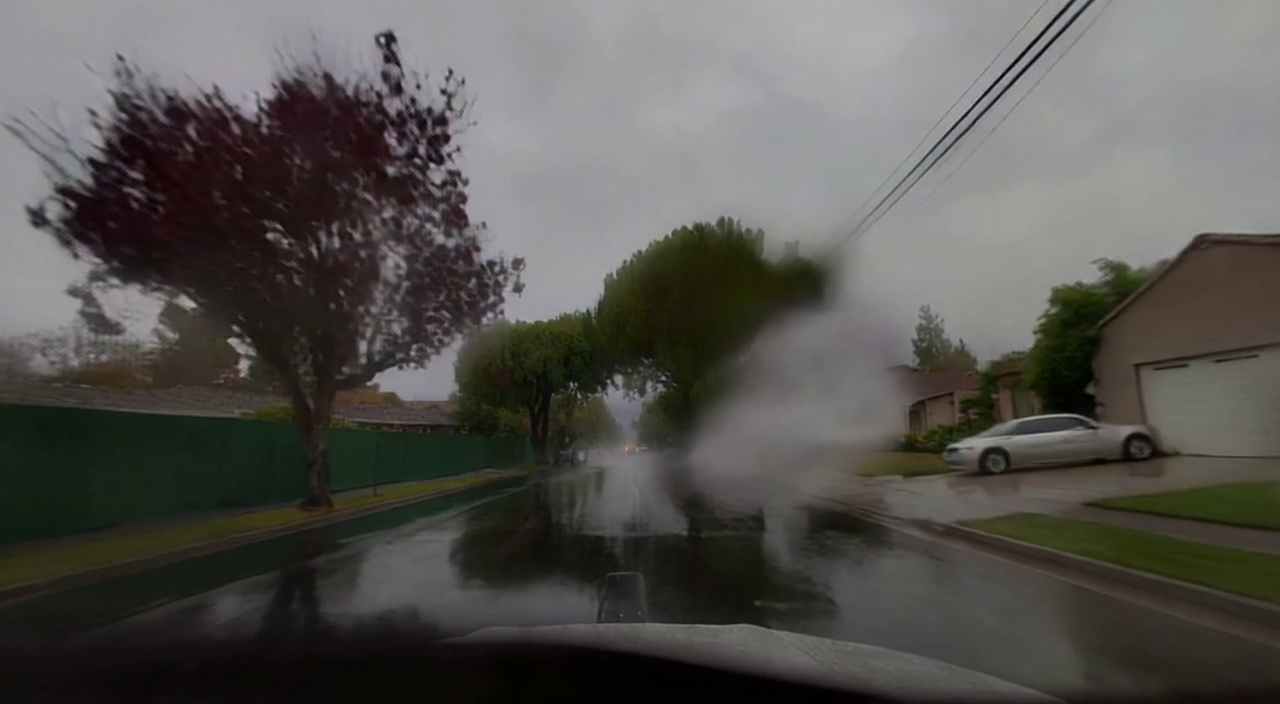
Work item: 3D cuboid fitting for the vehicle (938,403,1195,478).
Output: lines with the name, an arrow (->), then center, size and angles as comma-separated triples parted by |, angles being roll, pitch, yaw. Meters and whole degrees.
vehicle -> 10.879, 2.307, 16.468 | 5.046, 1.800, 2.201 | 0, -8, 0

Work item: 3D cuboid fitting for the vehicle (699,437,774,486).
vehicle -> 3.578, 4.173, 24.449 | 2.122, 1.673, 4.876 | 0, -9, 0
